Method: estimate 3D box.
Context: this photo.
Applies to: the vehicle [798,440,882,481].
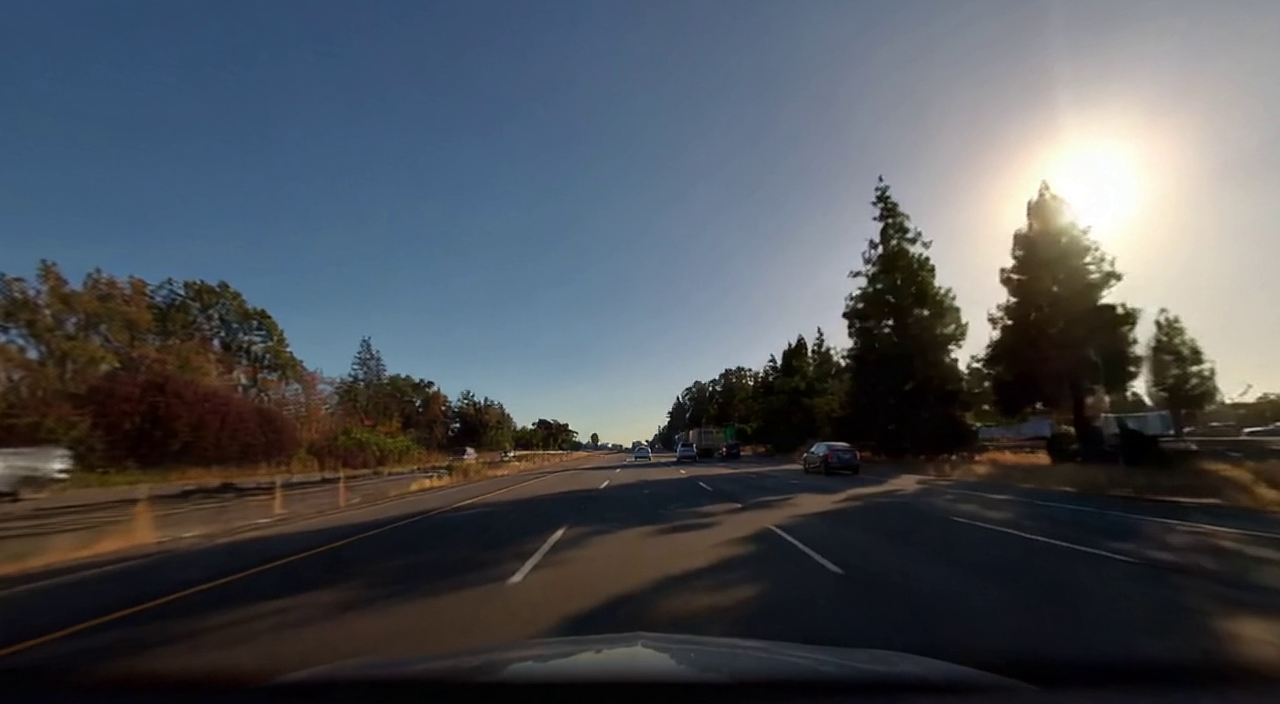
[{"bbox_3d":[8.189,4.474,26.222,1.989,1.526,4.443,0,-9,0],"label":"vehicle"}]
